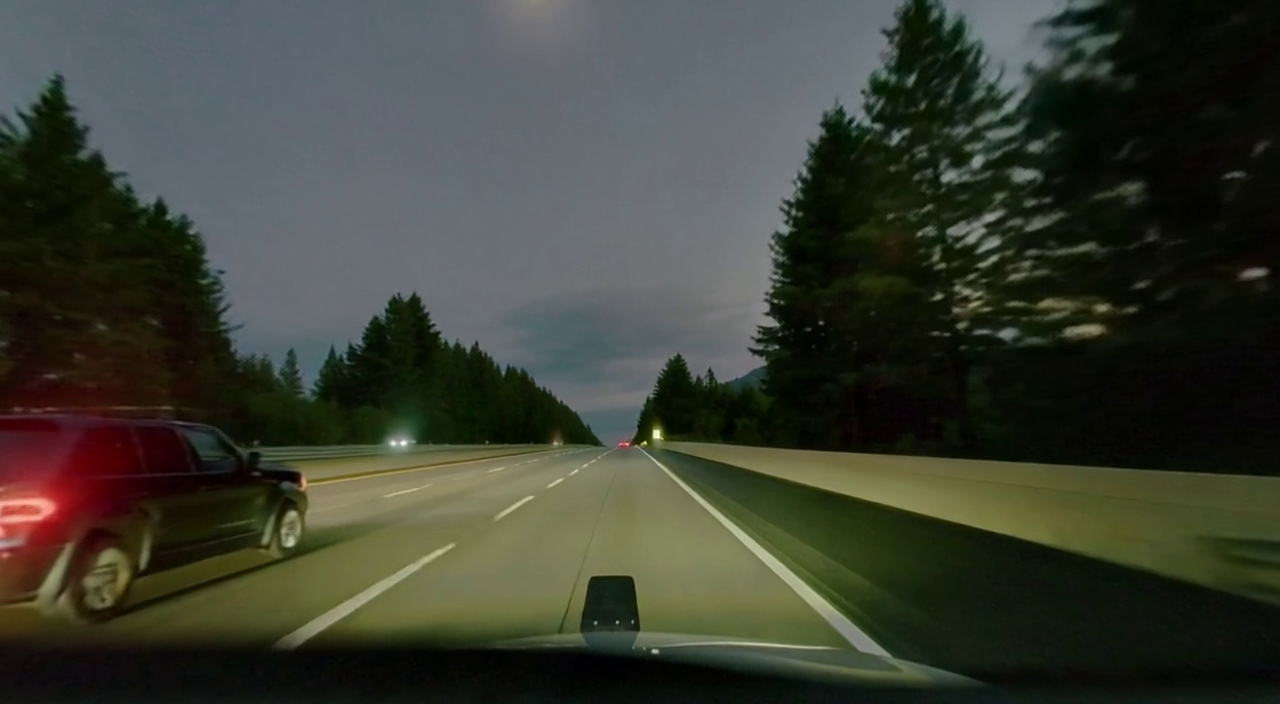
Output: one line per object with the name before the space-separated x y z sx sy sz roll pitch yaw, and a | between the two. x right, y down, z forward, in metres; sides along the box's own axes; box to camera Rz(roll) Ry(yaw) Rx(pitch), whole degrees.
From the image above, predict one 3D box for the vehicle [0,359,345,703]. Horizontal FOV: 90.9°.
vehicle | -4.102 1.074 4.495 2.034 1.675 4.080 0 -8 -1
